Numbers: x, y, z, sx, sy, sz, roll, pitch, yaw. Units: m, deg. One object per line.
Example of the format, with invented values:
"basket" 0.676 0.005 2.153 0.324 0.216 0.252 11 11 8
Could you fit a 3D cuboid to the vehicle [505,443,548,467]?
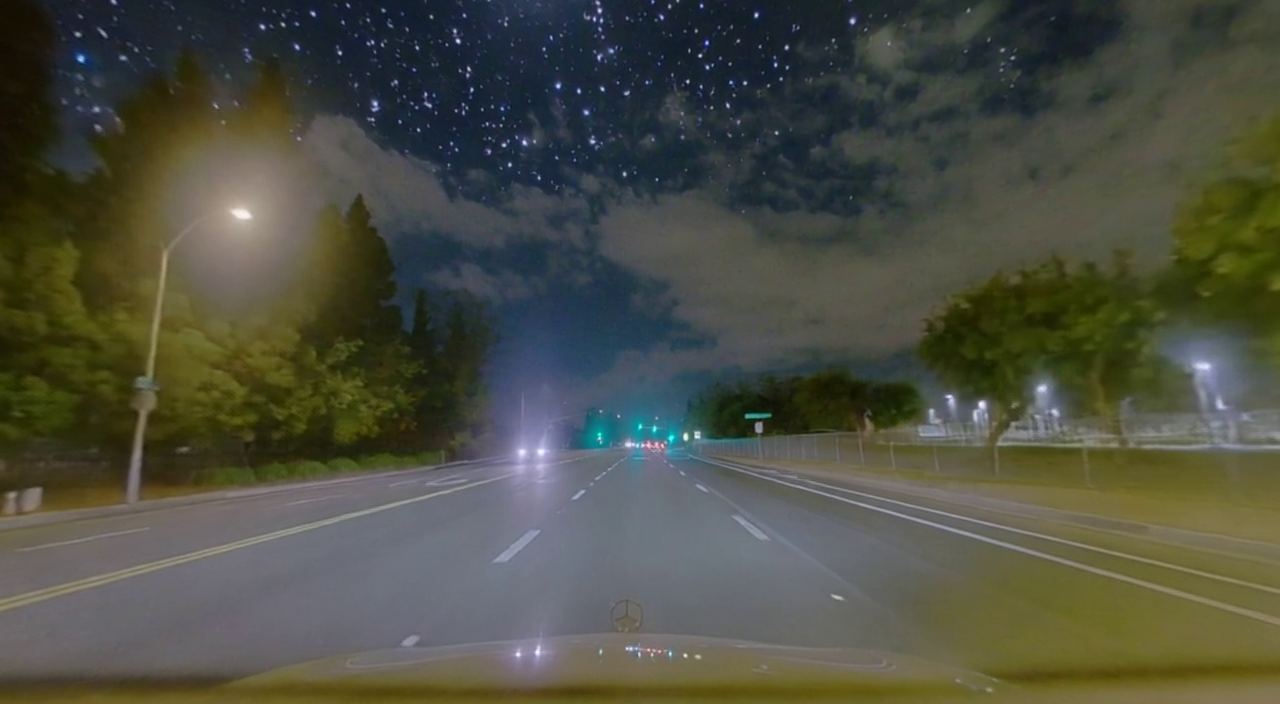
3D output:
"vehicle" -7.689 7.010 43.248 2.055 1.478 4.843 0 -8 0
